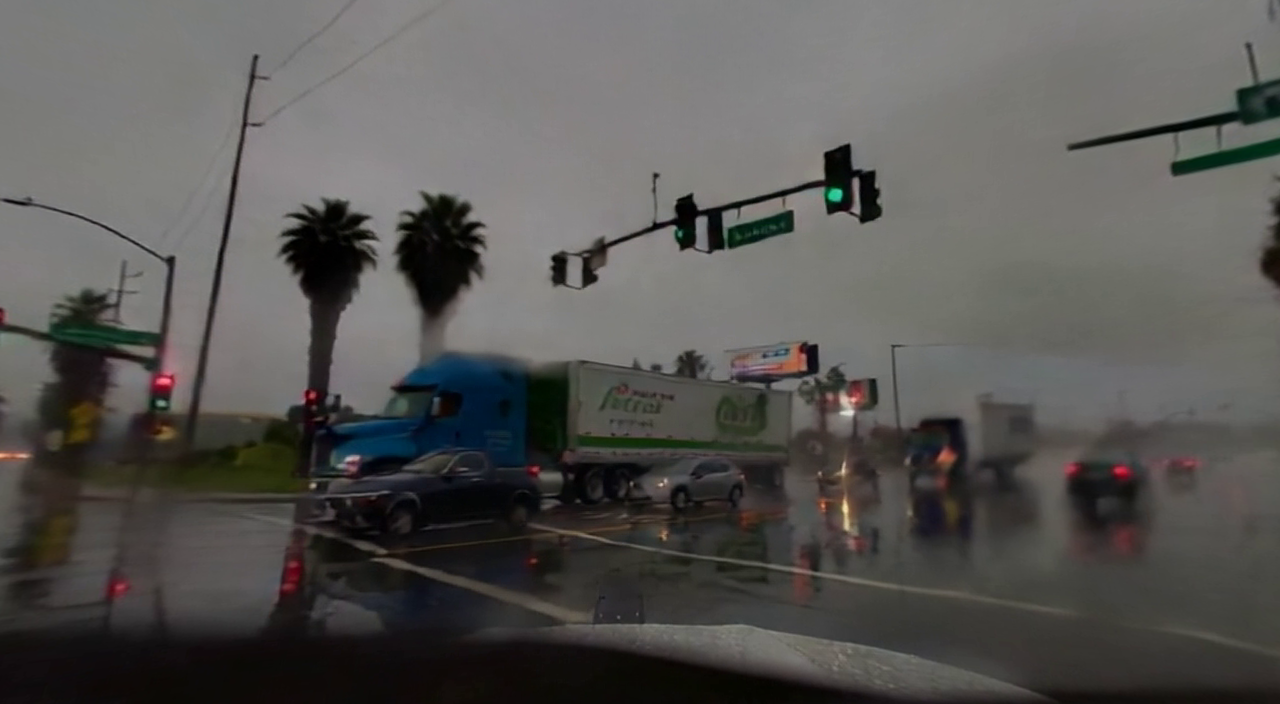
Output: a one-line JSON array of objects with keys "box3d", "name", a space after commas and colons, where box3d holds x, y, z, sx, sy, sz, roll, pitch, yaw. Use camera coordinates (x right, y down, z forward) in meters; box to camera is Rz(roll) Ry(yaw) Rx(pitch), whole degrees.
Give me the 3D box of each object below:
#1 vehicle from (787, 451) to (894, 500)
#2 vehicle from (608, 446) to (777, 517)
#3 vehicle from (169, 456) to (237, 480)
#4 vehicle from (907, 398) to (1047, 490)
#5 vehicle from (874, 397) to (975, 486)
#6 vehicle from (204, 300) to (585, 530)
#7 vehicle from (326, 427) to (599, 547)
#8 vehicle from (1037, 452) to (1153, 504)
[{"box3d": [7.818, 4.710, 24.438, 4.443, 1.512, 1.919, 5, -12, -44], "name": "vehicle"}, {"box3d": [1.623, 3.610, 18.095, 4.958, 1.510, 1.949, 5, -12, -44], "name": "vehicle"}, {"box3d": [-33.157, 8.756, 48.010, 3.909, 1.655, 1.754, 8, -12, -42], "name": "vehicle"}, {"box3d": [17.921, 4.763, 33.300, 9.012, 4.193, 3.434, 6, -11, -43], "name": "vehicle"}, {"box3d": [13.624, 4.288, 30.335, 3.372, 3.903, 3.027, 7, -12, -42], "name": "vehicle"}, {"box3d": [-5.541, 1.753, 15.912, 8.167, 4.352, 3.029, 9, -13, -44], "name": "vehicle"}, {"box3d": [-3.553, 2.680, 13.396, 2.200, 1.893, 5.079, -12, -12, 43], "name": "vehicle"}, {"box3d": [15.091, 4.057, 20.856, 5.114, 1.492, 2.040, 8, -12, -43], "name": "vehicle"}]
